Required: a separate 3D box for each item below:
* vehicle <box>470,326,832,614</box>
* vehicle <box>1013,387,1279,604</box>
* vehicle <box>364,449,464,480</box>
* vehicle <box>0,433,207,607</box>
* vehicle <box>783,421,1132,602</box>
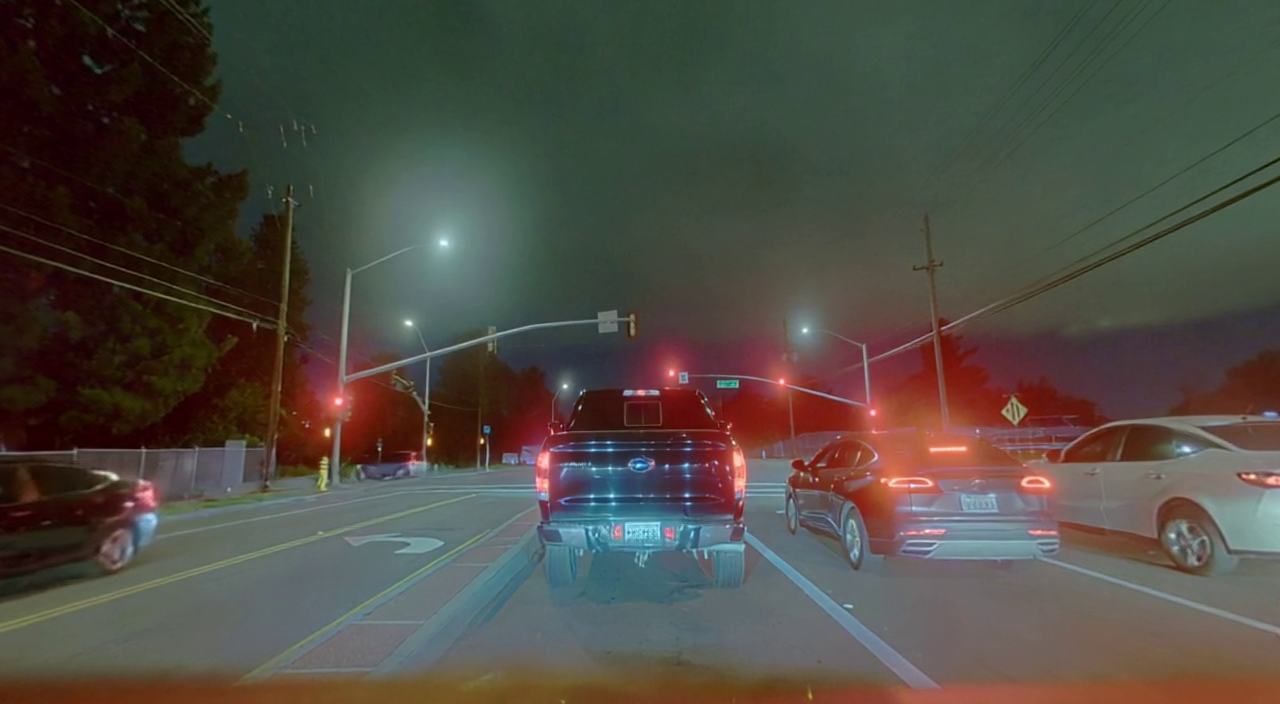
[{"bbox_3d":[0.124,1.364,8.140,2.831,2.284,6.149,0,-8,1],"label":"vehicle"},{"bbox_3d":[6.156,1.365,6.468,1.982,1.727,4.352,0,-8,1],"label":"vehicle"},{"bbox_3d":[-14.727,7.313,41.174,5.749,1.897,2.186,-1,-9,10],"label":"vehicle"},{"bbox_3d":[-7.456,1.722,6.697,2.369,1.690,4.529,0,-8,2],"label":"vehicle"},{"bbox_3d":[3.119,1.638,7.368,1.993,1.495,4.060,0,-8,1],"label":"vehicle"}]
